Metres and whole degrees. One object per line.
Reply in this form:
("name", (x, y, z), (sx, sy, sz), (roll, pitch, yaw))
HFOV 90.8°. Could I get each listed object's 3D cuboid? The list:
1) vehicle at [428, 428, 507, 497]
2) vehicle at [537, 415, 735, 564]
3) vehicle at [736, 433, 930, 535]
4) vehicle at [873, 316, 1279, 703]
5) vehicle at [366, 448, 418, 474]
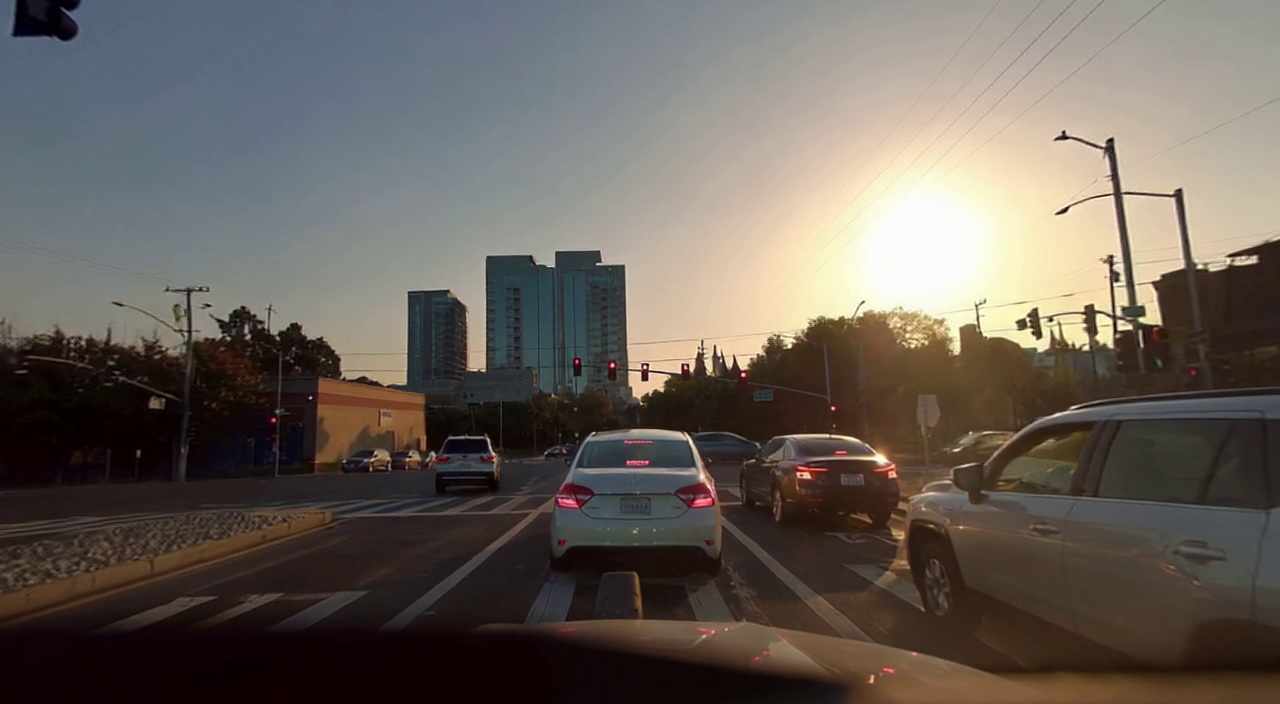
("vehicle", (-5.273, 3.323, 19.412), (2.021, 1.837, 4.448), (2, -9, -15))
("vehicle", (-0.089, 1.828, 9.088), (2.188, 1.637, 4.027), (0, -9, -1))
("vehicle", (3.163, 2.257, 11.465), (2.001, 1.463, 4.398), (0, -8, -2))
("vehicle", (3.007, 0.904, 2.972), (2.103, 1.701, 4.294), (0, -9, -1))
("vehicle", (-18.775, 8.244, 48.125), (2.026, 1.836, 4.726), (0, -8, 0))
